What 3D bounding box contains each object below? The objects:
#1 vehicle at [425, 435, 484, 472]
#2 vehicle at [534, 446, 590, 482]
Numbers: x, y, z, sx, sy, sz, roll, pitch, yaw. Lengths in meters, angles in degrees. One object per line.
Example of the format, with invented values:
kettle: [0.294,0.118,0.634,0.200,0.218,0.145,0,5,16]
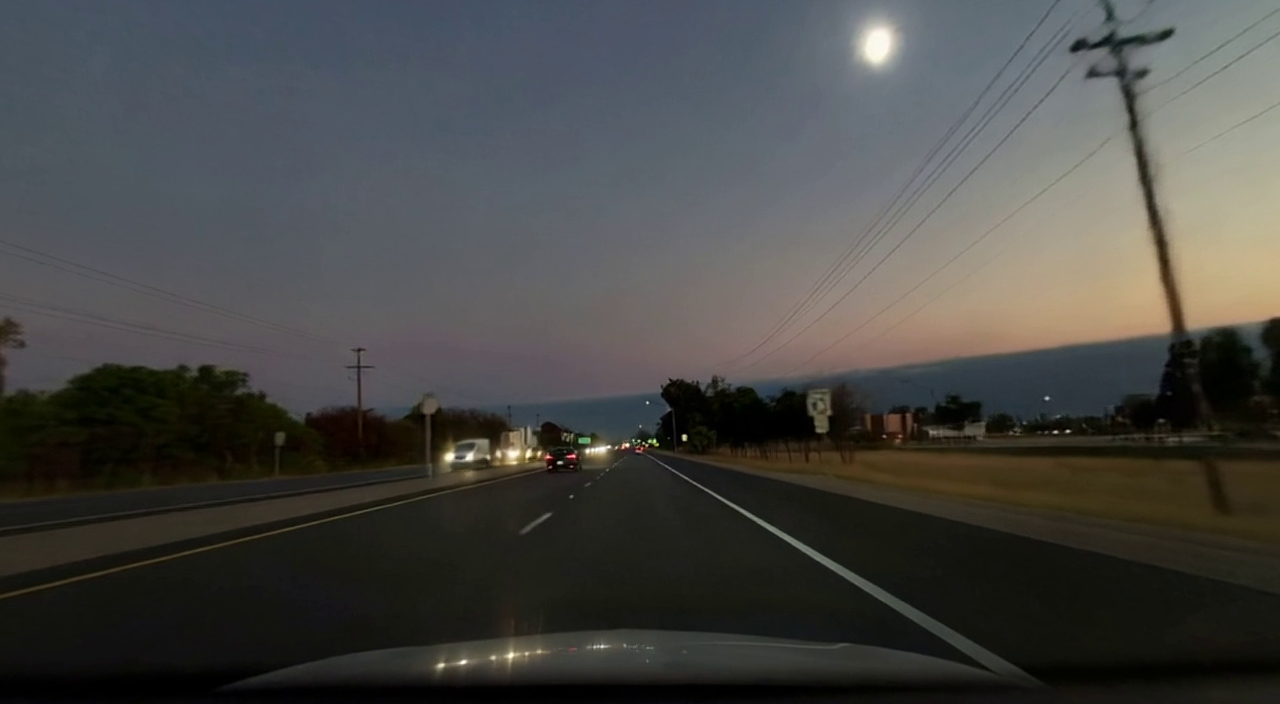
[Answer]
vehicle: [-13.623,7.546,46.586,2.240,2.488,6.830,0,-9,0]
vehicle: [-3.621,5.297,29.922,2.123,1.545,4.404,0,-9,0]
